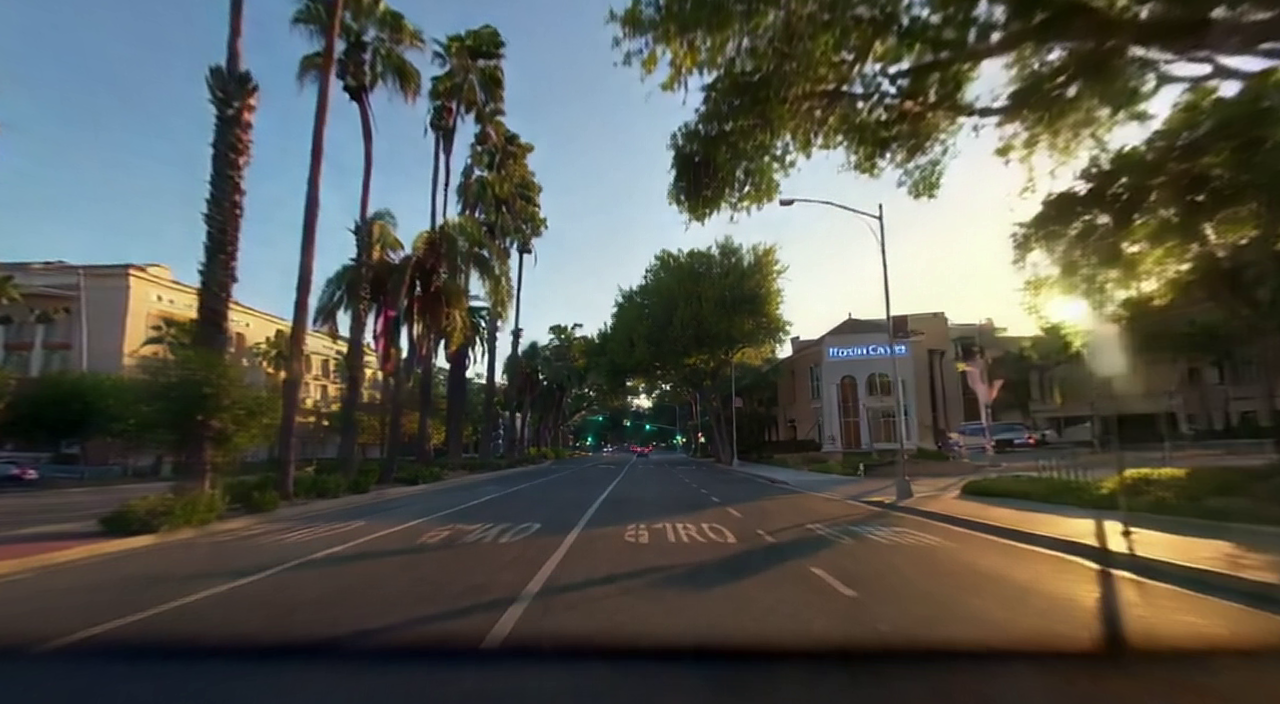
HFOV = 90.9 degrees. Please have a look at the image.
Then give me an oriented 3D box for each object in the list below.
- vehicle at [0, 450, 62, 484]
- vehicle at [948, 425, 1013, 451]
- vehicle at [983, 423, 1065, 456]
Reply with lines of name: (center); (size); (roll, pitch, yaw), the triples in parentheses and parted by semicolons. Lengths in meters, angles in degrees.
vehicle: (-35.685, 6.398, 35.146); (2.020, 1.768, 5.003); (-1, -8, 2)
vehicle: (24.865, 6.340, 46.226); (2.095, 1.692, 5.051); (-2, -10, 3)
vehicle: (23.133, 5.322, 38.226); (2.222, 1.818, 5.099); (-1, -9, 7)
